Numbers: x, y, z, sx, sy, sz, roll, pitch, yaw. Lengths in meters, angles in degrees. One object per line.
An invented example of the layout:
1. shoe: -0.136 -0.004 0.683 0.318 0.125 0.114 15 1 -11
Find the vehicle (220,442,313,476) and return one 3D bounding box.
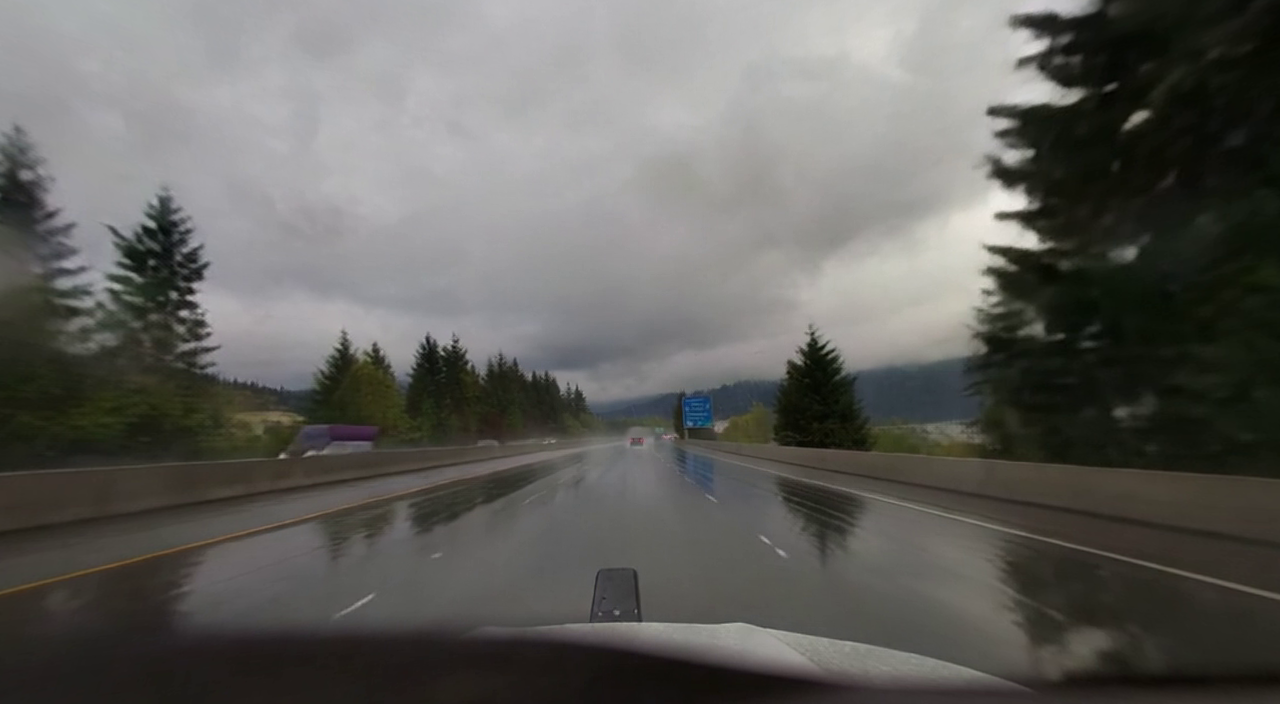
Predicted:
1. vehicle: -17.935 5.121 30.474 1.979 1.497 4.154 0 -8 -1

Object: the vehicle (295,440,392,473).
1. vehicle: -13.808 4.848 29.697 2.081 1.380 5.160 0 -8 0
